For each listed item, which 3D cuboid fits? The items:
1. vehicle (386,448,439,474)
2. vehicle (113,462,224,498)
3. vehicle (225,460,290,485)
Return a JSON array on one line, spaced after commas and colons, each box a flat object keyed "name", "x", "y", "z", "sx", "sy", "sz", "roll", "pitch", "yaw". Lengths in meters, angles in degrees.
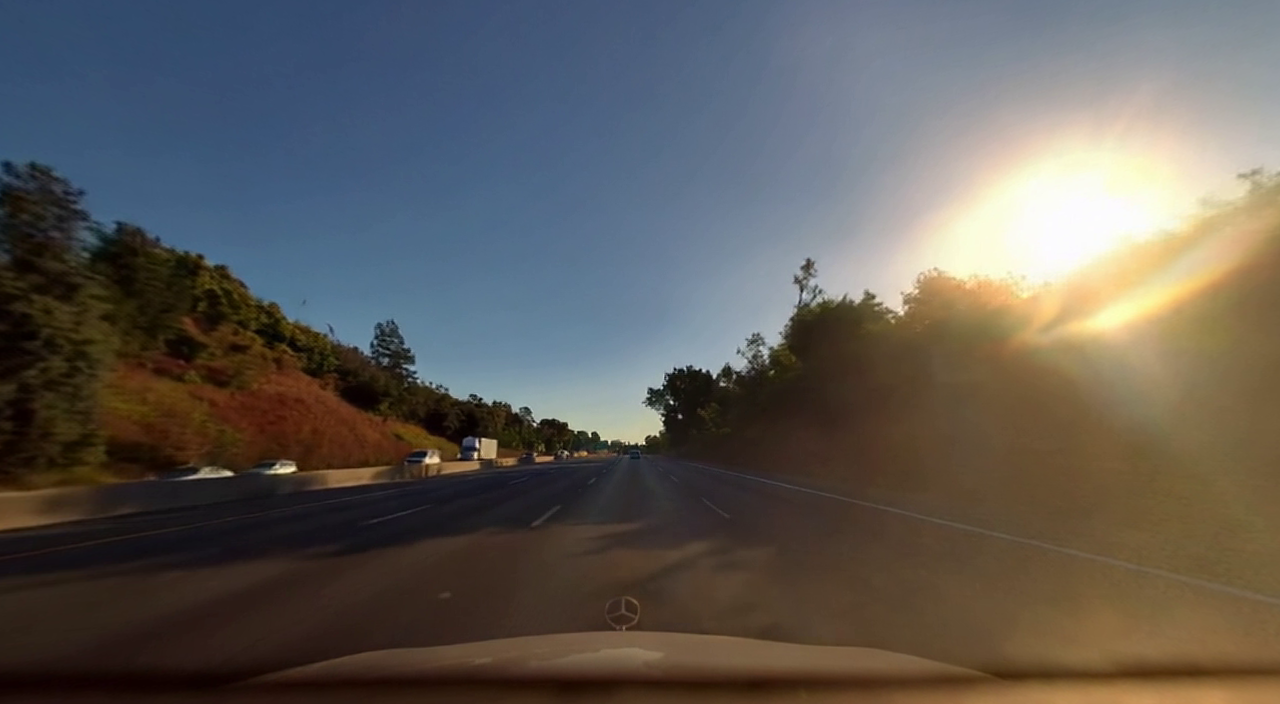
[{"name": "vehicle", "x": -15.775, "y": 7.576, "z": 43.745, "sx": 2.106, "sy": 1.697, "sz": 4.344, "roll": 0, "pitch": -9, "yaw": 0}, {"name": "vehicle", "x": -22.972, "y": 6.231, "z": 30.792, "sx": 1.858, "sy": 1.486, "sz": 4.560, "roll": 0, "pitch": -9, "yaw": 0}, {"name": "vehicle", "x": -26.671, "y": 8.397, "z": 43.886, "sx": 1.904, "sy": 1.533, "sz": 4.178, "roll": 0, "pitch": -9, "yaw": -1}]
